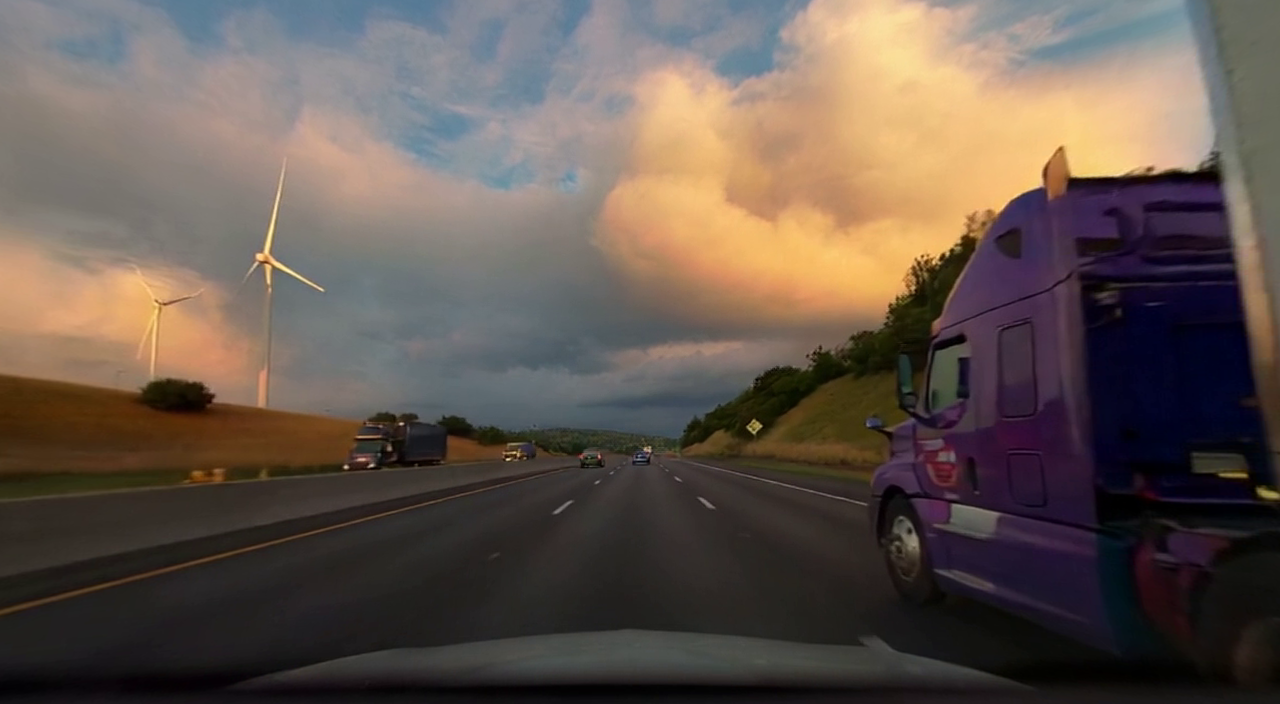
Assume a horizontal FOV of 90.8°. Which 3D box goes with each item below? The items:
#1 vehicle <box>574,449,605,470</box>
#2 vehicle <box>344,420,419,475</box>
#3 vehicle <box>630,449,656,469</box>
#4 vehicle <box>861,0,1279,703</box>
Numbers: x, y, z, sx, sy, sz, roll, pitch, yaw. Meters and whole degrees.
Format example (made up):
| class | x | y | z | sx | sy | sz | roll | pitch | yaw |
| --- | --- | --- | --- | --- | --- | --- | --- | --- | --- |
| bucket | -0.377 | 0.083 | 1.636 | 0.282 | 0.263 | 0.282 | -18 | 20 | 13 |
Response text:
| class | x | y | z | sx | sy | sz | roll | pitch | yaw |
| --- | --- | --- | --- | --- | --- | --- | --- | --- | --- |
| vehicle | -3.720 | 8.016 | 47.278 | 1.952 | 1.521 | 4.095 | 0 | -9 | 1 |
| vehicle | -19.147 | 7.134 | 47.230 | 2.992 | 3.809 | 5.910 | 0 | -9 | 0 |
| vehicle | 0.205 | 8.065 | 47.713 | 1.931 | 1.453 | 3.695 | 0 | -9 | 0 |
| vehicle | 3.734 | -0.068 | 3.155 | 2.983 | 3.940 | 5.919 | 0 | -9 | 0 |
